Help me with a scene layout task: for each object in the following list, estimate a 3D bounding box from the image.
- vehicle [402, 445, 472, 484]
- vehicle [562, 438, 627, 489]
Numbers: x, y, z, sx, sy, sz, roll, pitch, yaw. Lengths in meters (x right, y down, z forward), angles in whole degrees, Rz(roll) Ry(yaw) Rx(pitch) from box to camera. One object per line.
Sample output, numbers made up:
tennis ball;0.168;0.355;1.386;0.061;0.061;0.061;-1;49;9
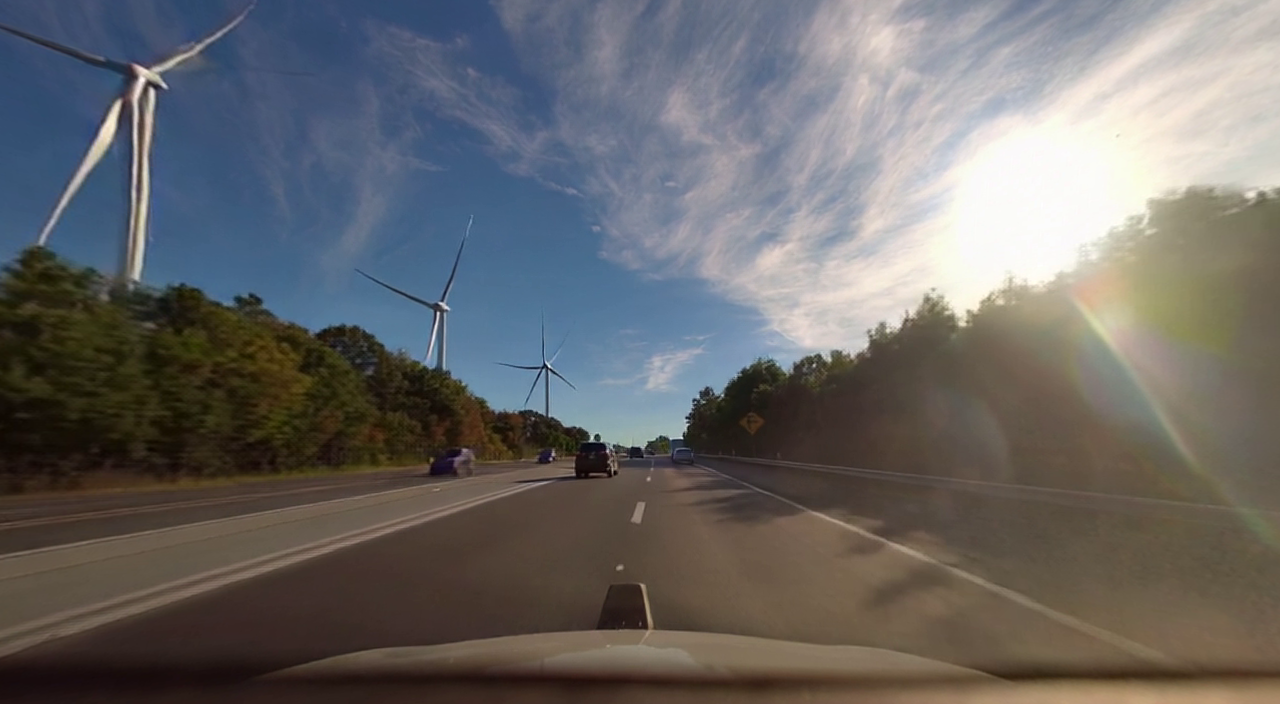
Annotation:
vehicle;-10.145;5.643;31.933;1.951;1.791;4.509;-1;-9;1
vehicle;-1.623;4.177;23.871;2.038;1.723;4.150;-1;-9;1
